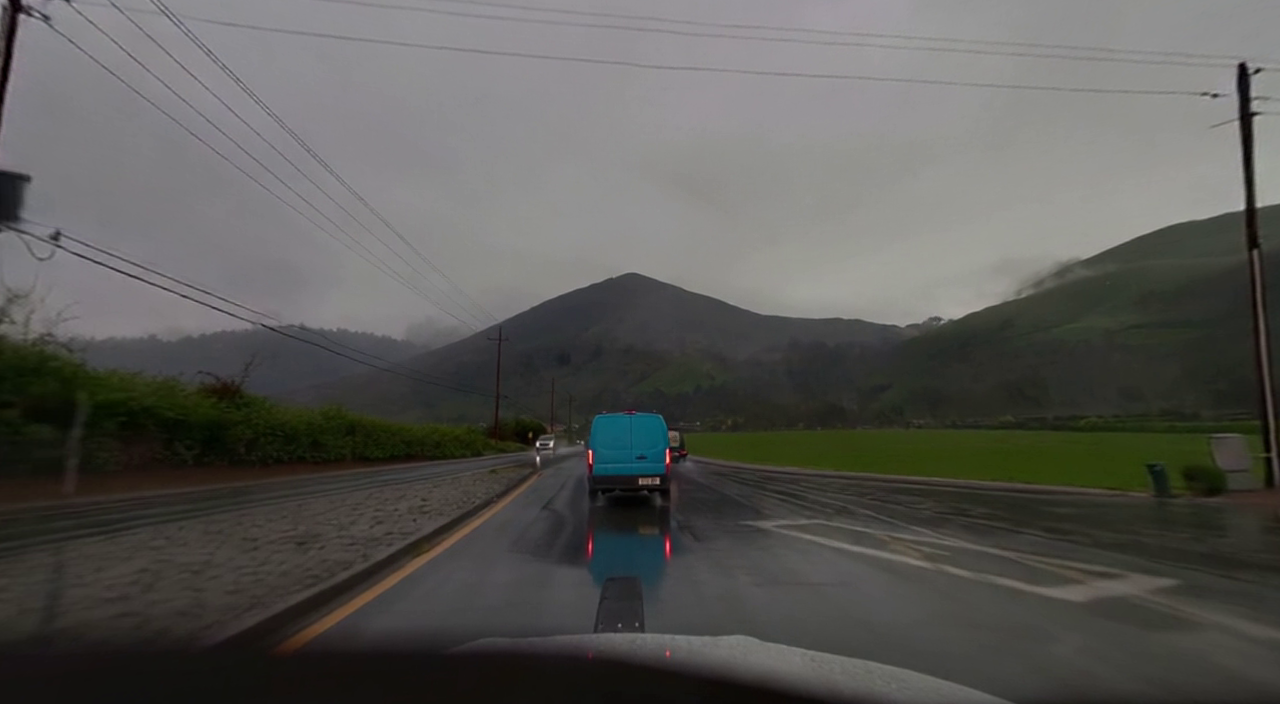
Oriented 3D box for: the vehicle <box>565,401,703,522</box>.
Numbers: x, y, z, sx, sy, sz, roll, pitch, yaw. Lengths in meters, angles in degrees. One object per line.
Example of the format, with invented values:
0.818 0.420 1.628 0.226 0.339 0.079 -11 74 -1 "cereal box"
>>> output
-0.193 2.293 13.622 2.454 2.144 4.535 0 -8 -2 "vehicle"
